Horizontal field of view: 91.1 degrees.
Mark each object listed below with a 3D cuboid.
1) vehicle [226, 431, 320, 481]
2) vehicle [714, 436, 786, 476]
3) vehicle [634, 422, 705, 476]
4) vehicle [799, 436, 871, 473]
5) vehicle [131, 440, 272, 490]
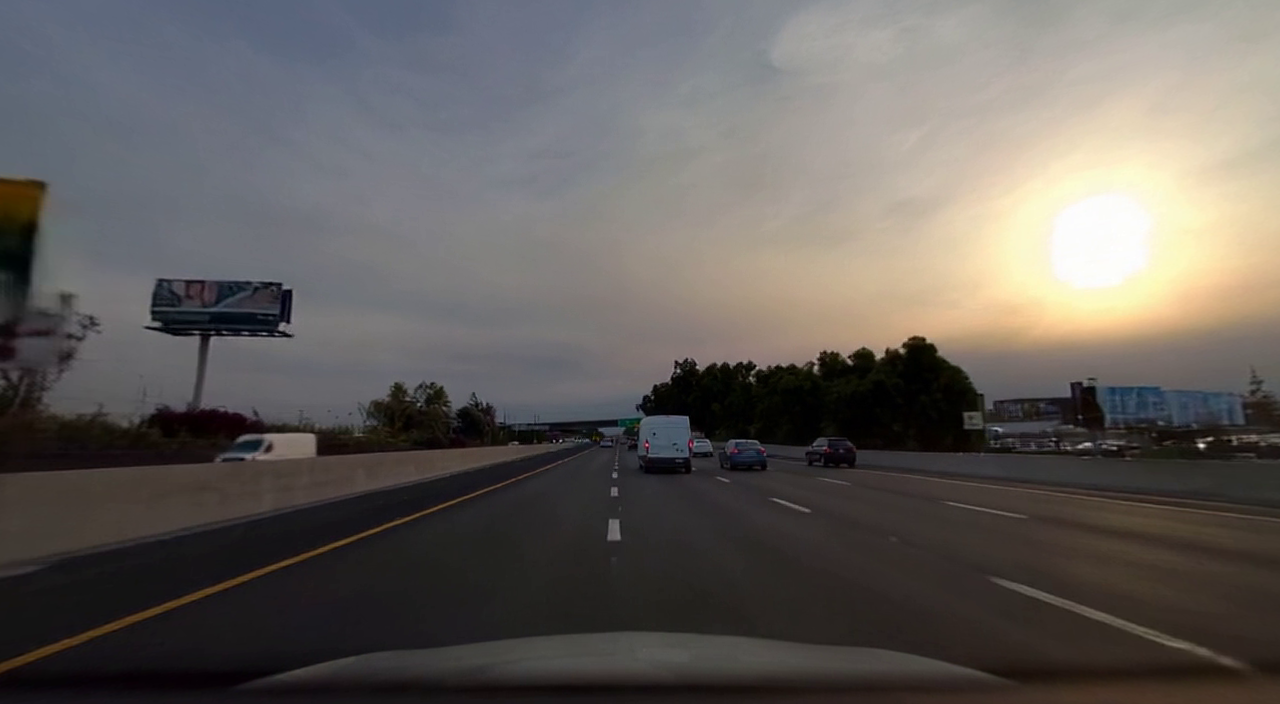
[{"bbox_3d":[-20.829,5.910,35.993,2.527,2.527,5.020,-3,-8,-2],"label":"vehicle"},{"bbox_3d":[4.442,4.270,25.944,2.099,1.510,3.784,0,-8,-3],"label":"vehicle"},{"bbox_3d":[1.126,4.195,27.359,2.546,2.087,5.404,0,-8,-3],"label":"vehicle"},{"bbox_3d":[8.620,4.551,28.029,1.874,1.496,3.586,0,-8,-3],"label":"vehicle"},{"bbox_3d":[-20.654,5.310,30.073,2.690,2.013,5.924,-1,-8,-3],"label":"vehicle"}]
